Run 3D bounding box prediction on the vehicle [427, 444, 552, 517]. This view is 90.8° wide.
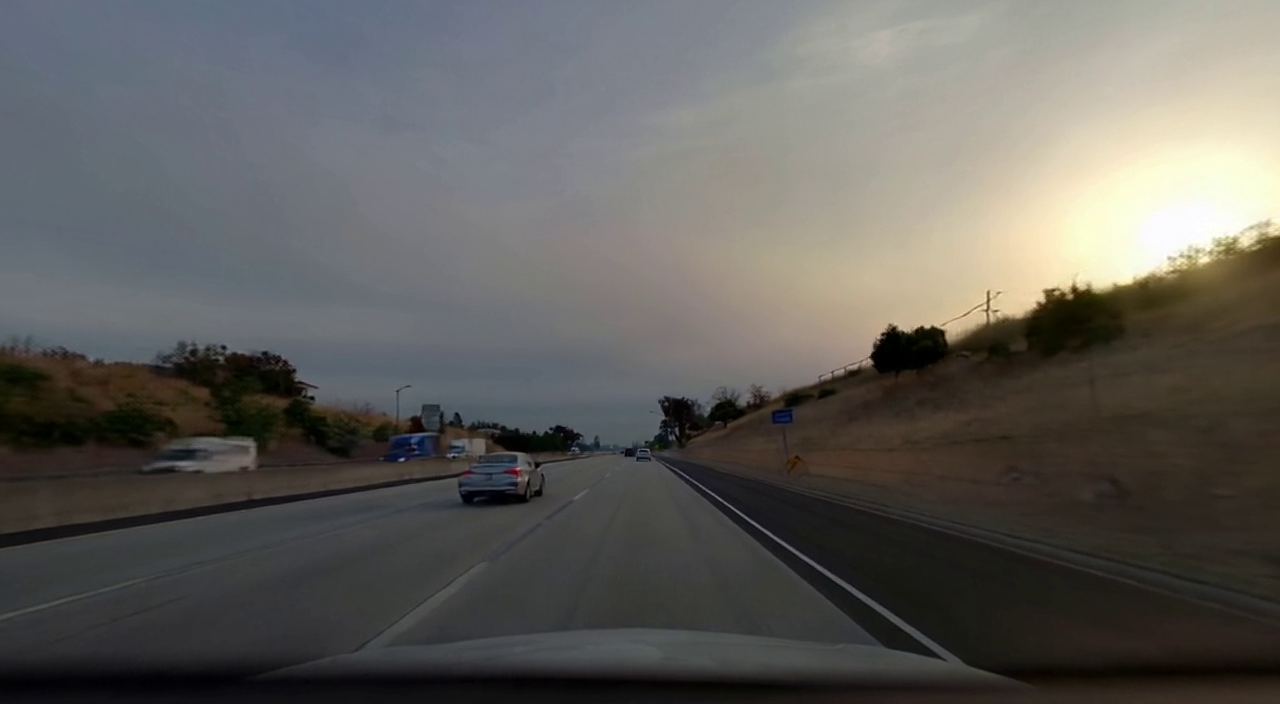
[{"bbox_3d":[-3.404,2.979,15.140,1.978,1.498,4.080,0,-9,0],"label":"vehicle"}]
